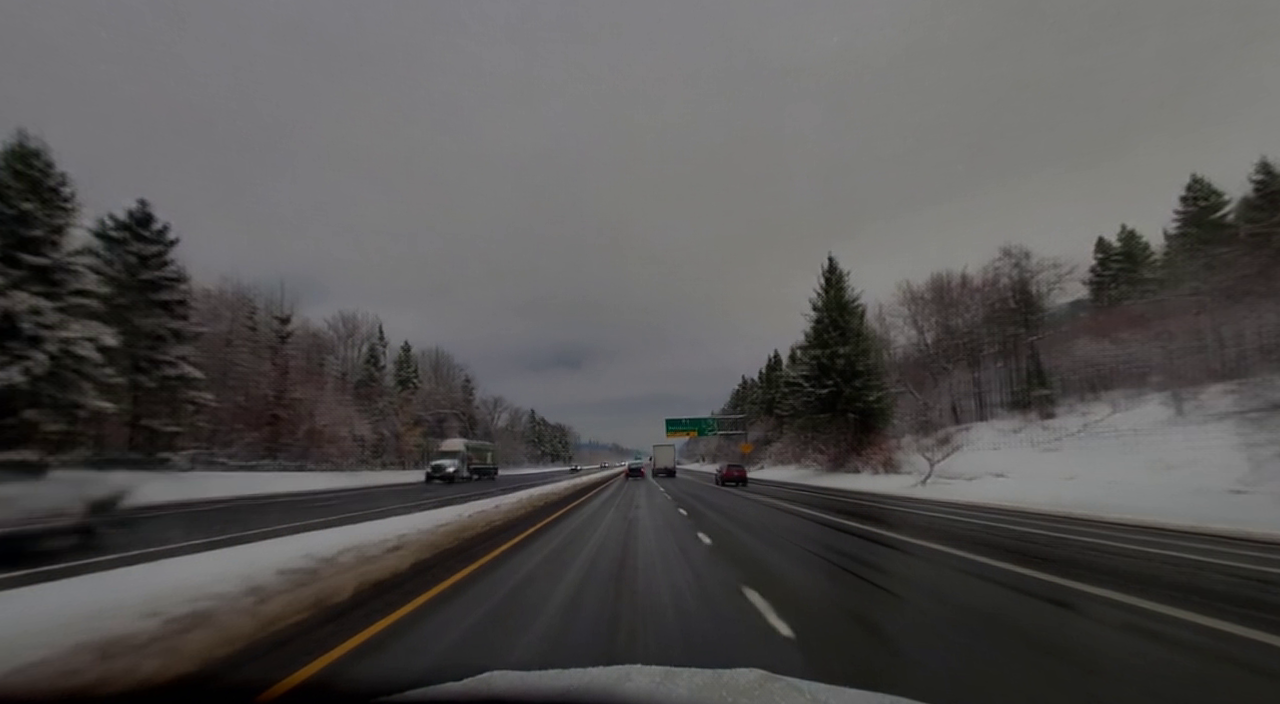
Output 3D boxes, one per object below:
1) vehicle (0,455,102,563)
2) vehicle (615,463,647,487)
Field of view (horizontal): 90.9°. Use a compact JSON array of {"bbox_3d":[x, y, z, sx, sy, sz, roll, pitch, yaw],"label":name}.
[{"bbox_3d":[-9.976,2.146,8.516,1.892,1.497,3.878,1,-10,0],"label":"vehicle"},{"bbox_3d":[-0.611,8.079,41.490,2.025,1.452,3.927,1,-10,-1],"label":"vehicle"}]
